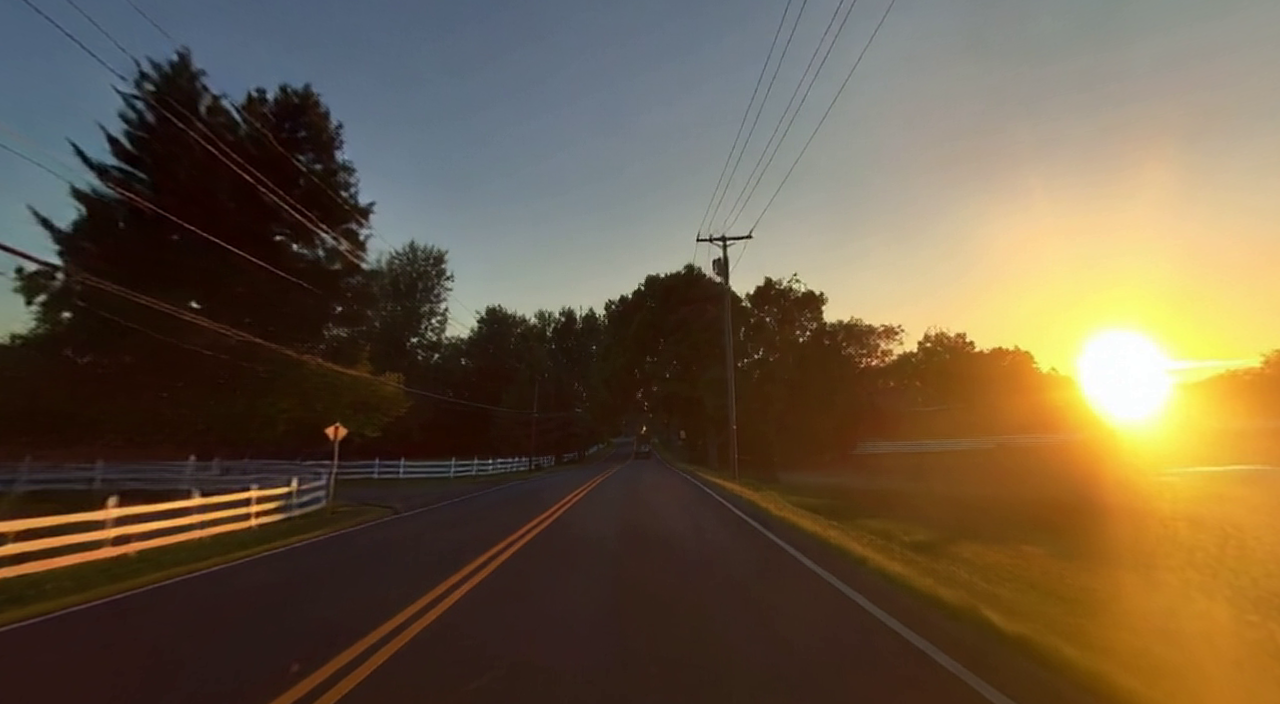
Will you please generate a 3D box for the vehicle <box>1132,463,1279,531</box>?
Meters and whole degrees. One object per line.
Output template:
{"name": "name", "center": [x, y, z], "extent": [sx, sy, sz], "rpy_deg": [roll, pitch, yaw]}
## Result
{"name": "vehicle", "center": [15.925, 3.754, 16.723], "extent": [2.001, 1.450, 4.481], "rpy_deg": [0, -9, -2]}
